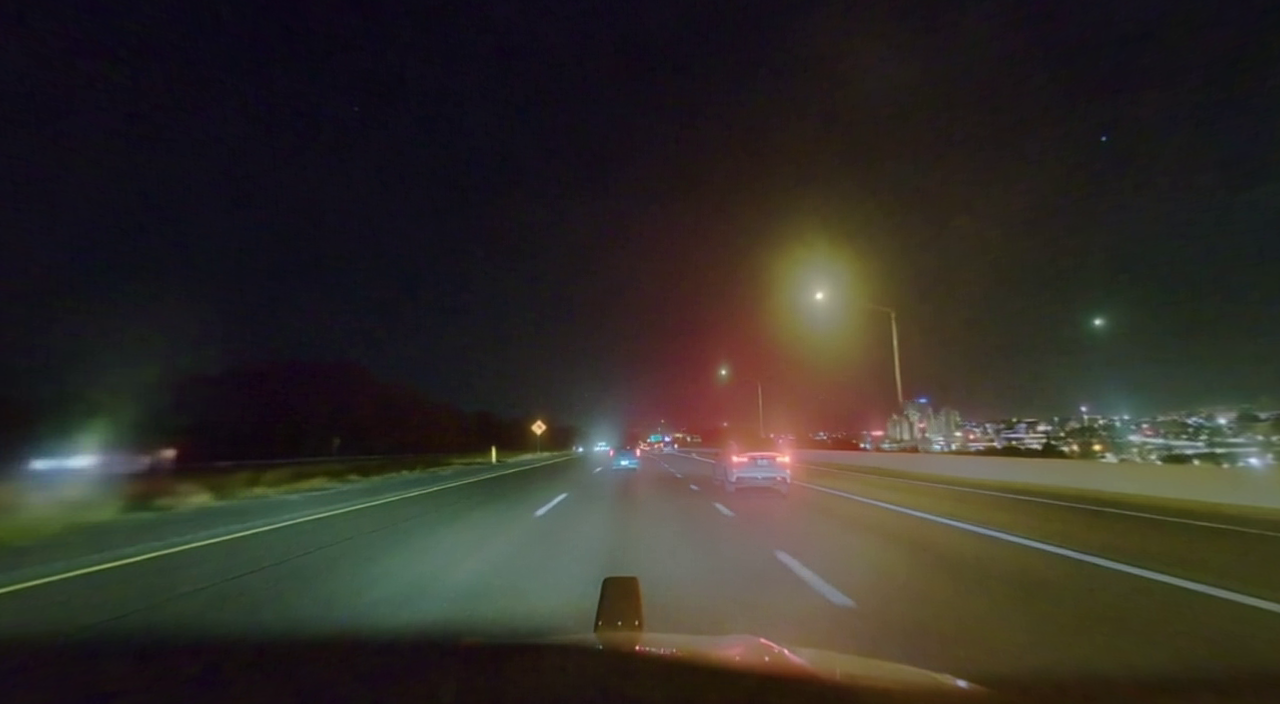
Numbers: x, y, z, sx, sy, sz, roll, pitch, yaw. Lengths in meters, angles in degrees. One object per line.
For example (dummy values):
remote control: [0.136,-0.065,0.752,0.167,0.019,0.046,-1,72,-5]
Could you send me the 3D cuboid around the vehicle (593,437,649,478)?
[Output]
vehicle: [-0.741,4.365,26.325,2.147,1.576,3.964,0,-8,0]
